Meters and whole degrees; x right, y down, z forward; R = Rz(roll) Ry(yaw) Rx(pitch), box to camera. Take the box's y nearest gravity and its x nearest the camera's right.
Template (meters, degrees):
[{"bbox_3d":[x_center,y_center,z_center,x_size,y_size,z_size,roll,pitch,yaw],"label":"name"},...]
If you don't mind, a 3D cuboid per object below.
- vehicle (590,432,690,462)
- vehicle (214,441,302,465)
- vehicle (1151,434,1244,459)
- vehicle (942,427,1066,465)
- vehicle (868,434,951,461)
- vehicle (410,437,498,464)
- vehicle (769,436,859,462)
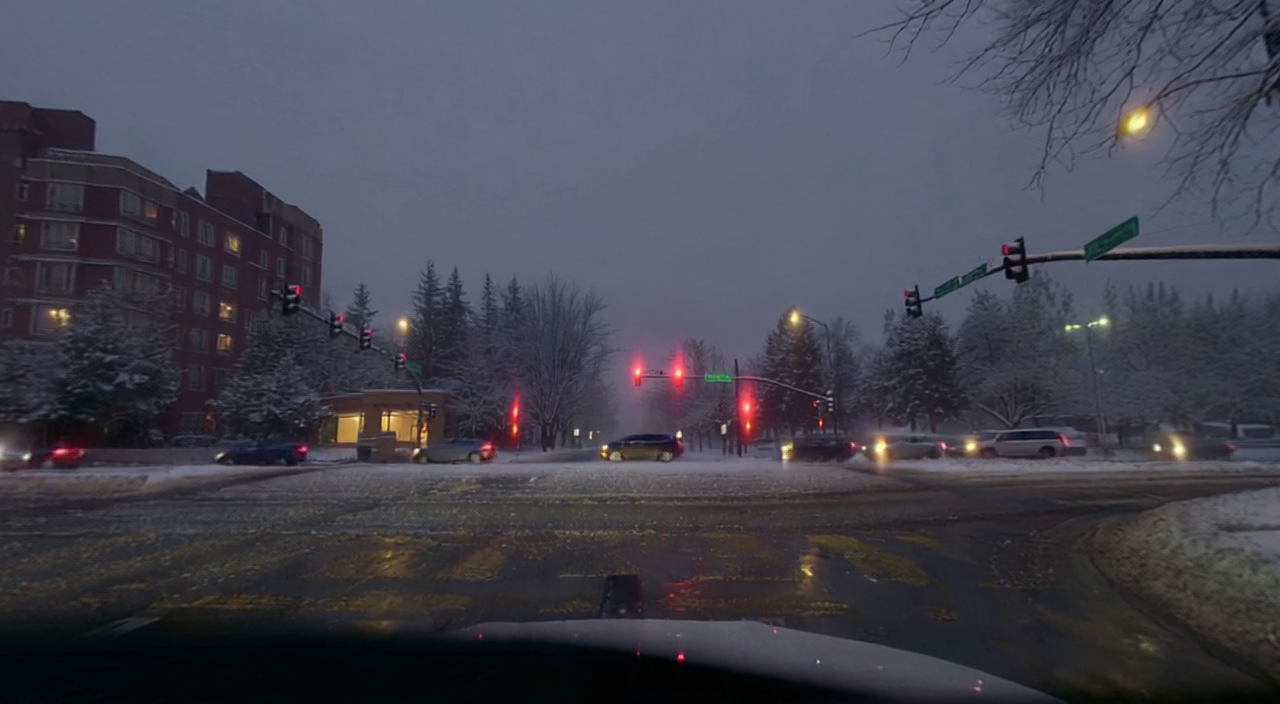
[{"bbox_3d":[0.039,6.037,40.149,6.133,1.833,2.155,-1,-9,2],"label":"vehicle"},{"bbox_3d":[-24.384,6.442,40.465,4.443,1.472,1.794,0,-9,0],"label":"vehicle"},{"bbox_3d":[35.454,6.031,40.235,4.100,1.509,1.853,0,-9,0],"label":"vehicle"},{"bbox_3d":[17.596,4.565,30.707,4.662,1.764,2.064,0,-9,0],"label":"vehicle"},{"bbox_3d":[17.313,6.145,40.727,4.488,1.667,1.869,0,-9,1],"label":"vehicle"},{"bbox_3d":[-10.773,5.737,36.830,4.519,1.476,1.767,0,-9,0],"label":"vehicle"},{"bbox_3d":[10.185,5.690,37.140,4.724,1.452,1.870,0,-9,1],"label":"vehicle"}]
